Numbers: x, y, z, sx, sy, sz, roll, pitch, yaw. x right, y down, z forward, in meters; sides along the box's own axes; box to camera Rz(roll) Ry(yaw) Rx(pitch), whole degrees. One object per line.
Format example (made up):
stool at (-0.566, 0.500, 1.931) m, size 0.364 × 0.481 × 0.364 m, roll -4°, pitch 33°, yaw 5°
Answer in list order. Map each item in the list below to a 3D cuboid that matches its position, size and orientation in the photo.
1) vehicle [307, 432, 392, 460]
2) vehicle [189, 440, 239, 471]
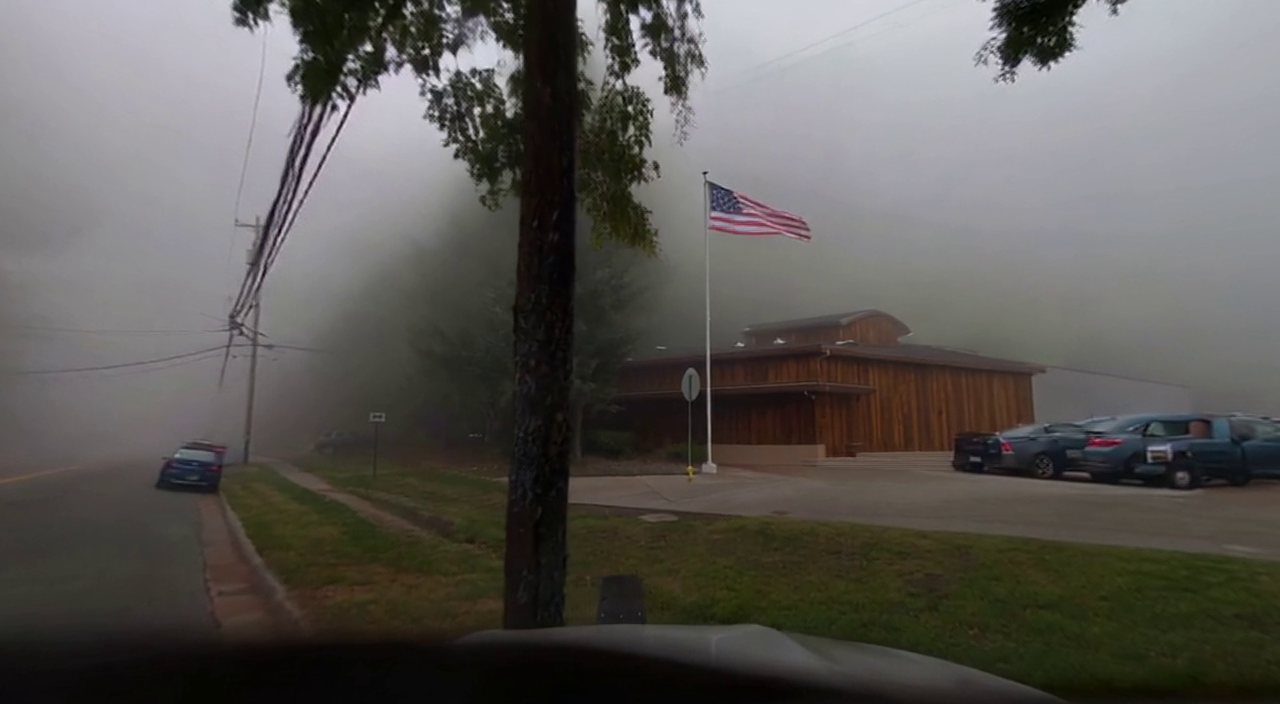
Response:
vehicle at (-19.176, 6.178, 41.732) m, size 4.767 × 1.735 × 1.920 m, roll 5°, pitch -11°, yaw -34°
vehicle at (-22.267, 5.404, 33.070) m, size 1.941 × 1.460 × 4.206 m, roll 5°, pitch -11°, yaw -33°
